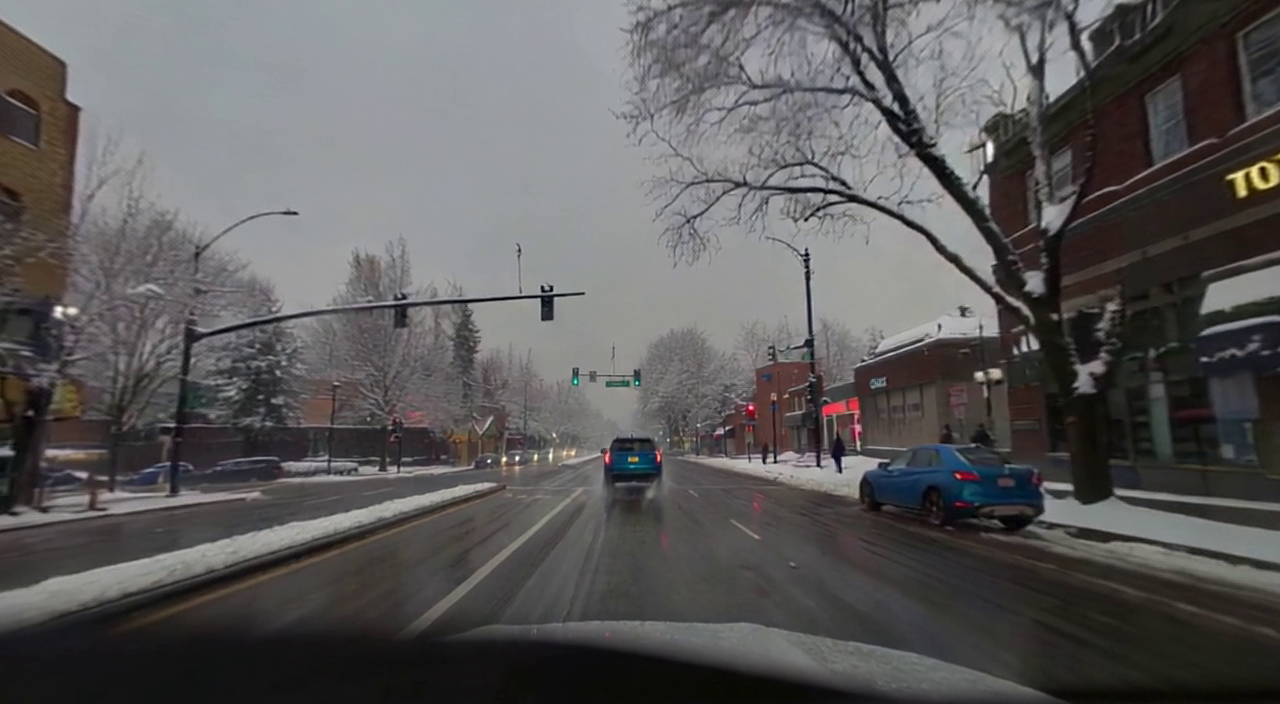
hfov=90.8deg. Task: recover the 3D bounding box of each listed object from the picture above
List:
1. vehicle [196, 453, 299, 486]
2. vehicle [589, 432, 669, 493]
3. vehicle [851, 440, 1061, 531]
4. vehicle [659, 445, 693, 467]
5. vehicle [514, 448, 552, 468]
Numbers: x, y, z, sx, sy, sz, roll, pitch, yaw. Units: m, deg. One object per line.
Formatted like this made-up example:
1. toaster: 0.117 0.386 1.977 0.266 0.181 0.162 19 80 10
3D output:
1. vehicle: -21.863 6.520 35.273 4.427 1.757 2.125 -1 -9 9
2. vehicle: -0.367 3.654 21.224 2.382 1.796 4.610 0 -9 -1
3. vehicle: 6.059 2.579 12.832 1.986 1.515 4.265 0 -9 -1
4. vehicle: 2.608 7.647 46.580 2.209 1.478 4.138 0 -9 -1
5. vehicle: -8.398 8.374 49.961 2.152 1.468 4.737 0 -9 0
